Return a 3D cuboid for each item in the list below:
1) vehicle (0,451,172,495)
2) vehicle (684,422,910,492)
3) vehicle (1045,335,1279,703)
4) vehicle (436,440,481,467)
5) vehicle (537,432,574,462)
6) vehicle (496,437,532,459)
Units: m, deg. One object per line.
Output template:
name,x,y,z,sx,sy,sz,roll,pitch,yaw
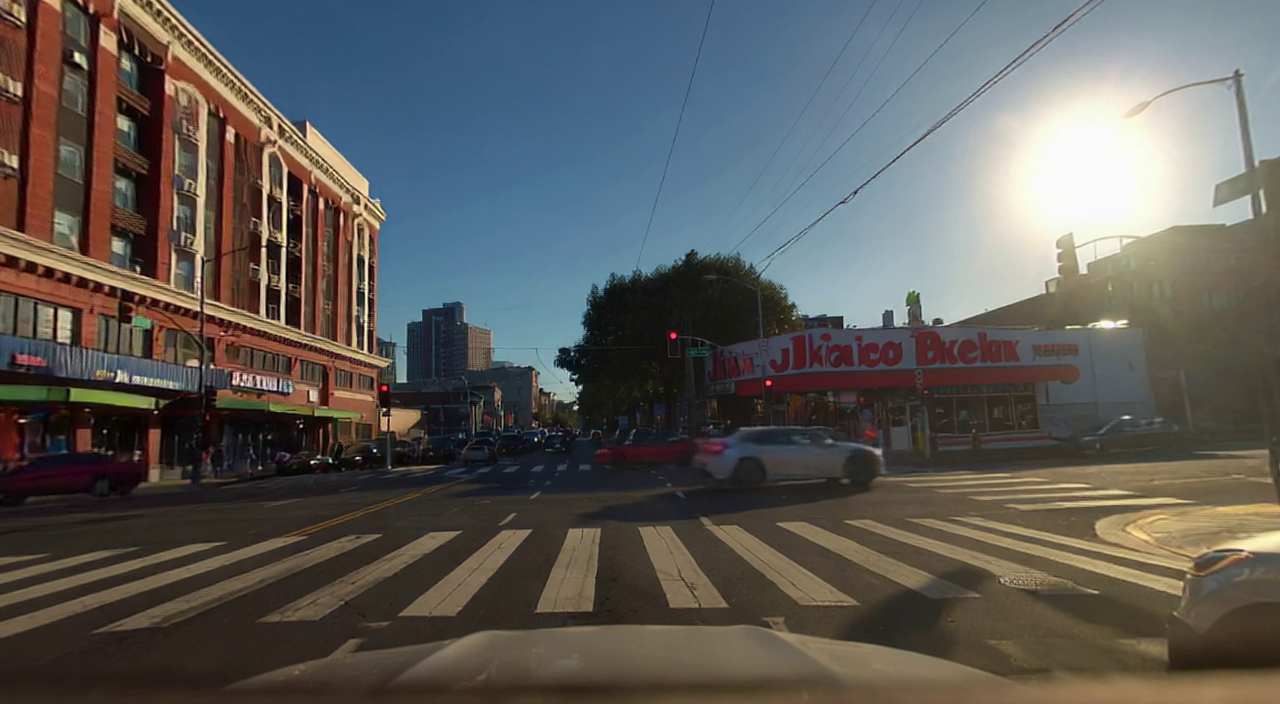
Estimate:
vehicle,-19.979,4.343,22.898,4.461,1.443,1.715,1,-9,-10
vehicle,3.592,2.439,14.873,4.758,1.480,1.849,1,-8,-10
vehicle,2.964,0.610,0.865,1.866,1.654,4.354,0,-8,0
vehicle,-10.894,6.101,38.211,1.885,1.545,4.124,1,-8,-6
vehicle,-5.102,5.809,38.631,1.976,1.683,4.117,0,-8,-4
vehicle,-8.632,6.636,43.573,1.906,1.402,4.904,0,-8,-5
